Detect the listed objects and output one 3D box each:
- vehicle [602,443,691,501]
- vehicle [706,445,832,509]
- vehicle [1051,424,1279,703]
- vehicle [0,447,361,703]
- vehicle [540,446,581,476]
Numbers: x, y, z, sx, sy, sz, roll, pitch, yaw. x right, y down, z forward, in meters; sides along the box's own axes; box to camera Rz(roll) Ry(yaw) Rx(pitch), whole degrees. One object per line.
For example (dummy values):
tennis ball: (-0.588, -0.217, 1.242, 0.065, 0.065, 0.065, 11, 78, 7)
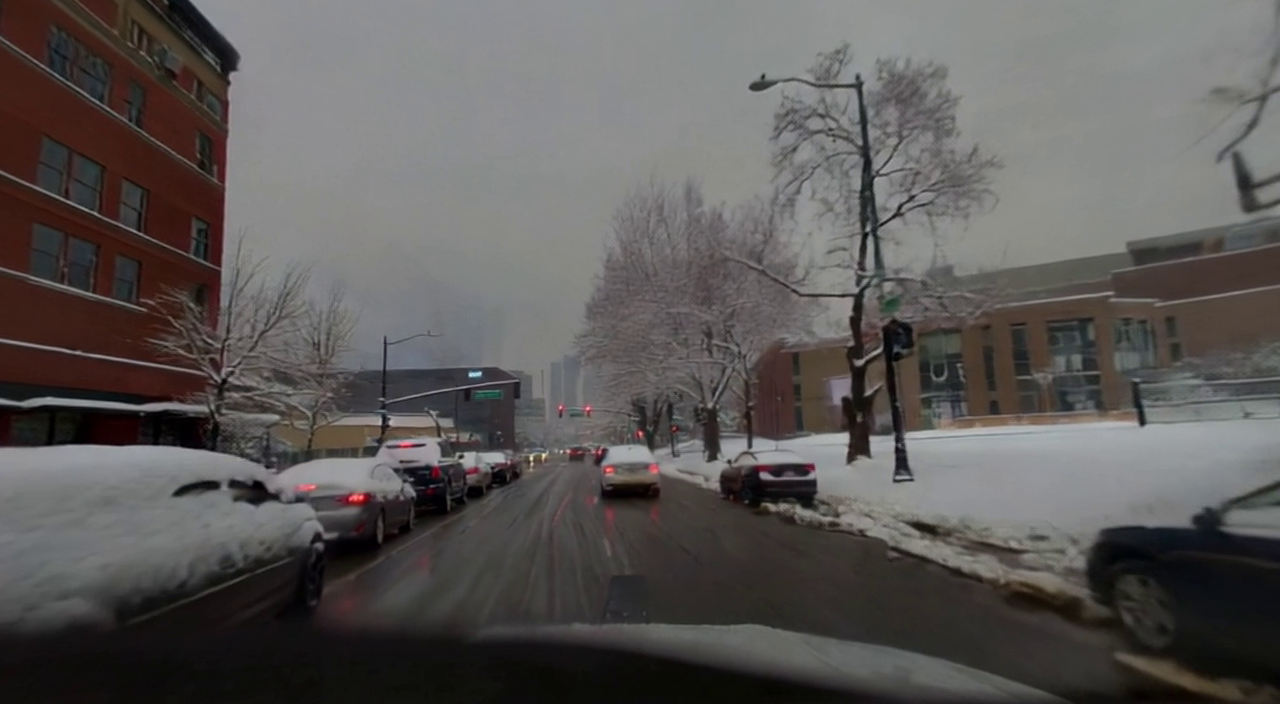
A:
vehicle: (0.038, 3.463, 18.708, 2.150, 1.464, 4.467, 1, -8, -5)
vehicle: (3.236, 3.223, 16.875, 1.956, 1.446, 4.537, 1, -8, -7)
vehicle: (4.331, 1.112, 2.973, 1.986, 1.555, 3.879, 0, -8, -3)
vehicle: (-3.169, 1.225, 3.258, 2.169, 1.427, 4.531, 1, -9, -11)
vehicle: (-4.434, 6.097, 35.525, 2.102, 1.521, 4.078, 1, -8, -6)
